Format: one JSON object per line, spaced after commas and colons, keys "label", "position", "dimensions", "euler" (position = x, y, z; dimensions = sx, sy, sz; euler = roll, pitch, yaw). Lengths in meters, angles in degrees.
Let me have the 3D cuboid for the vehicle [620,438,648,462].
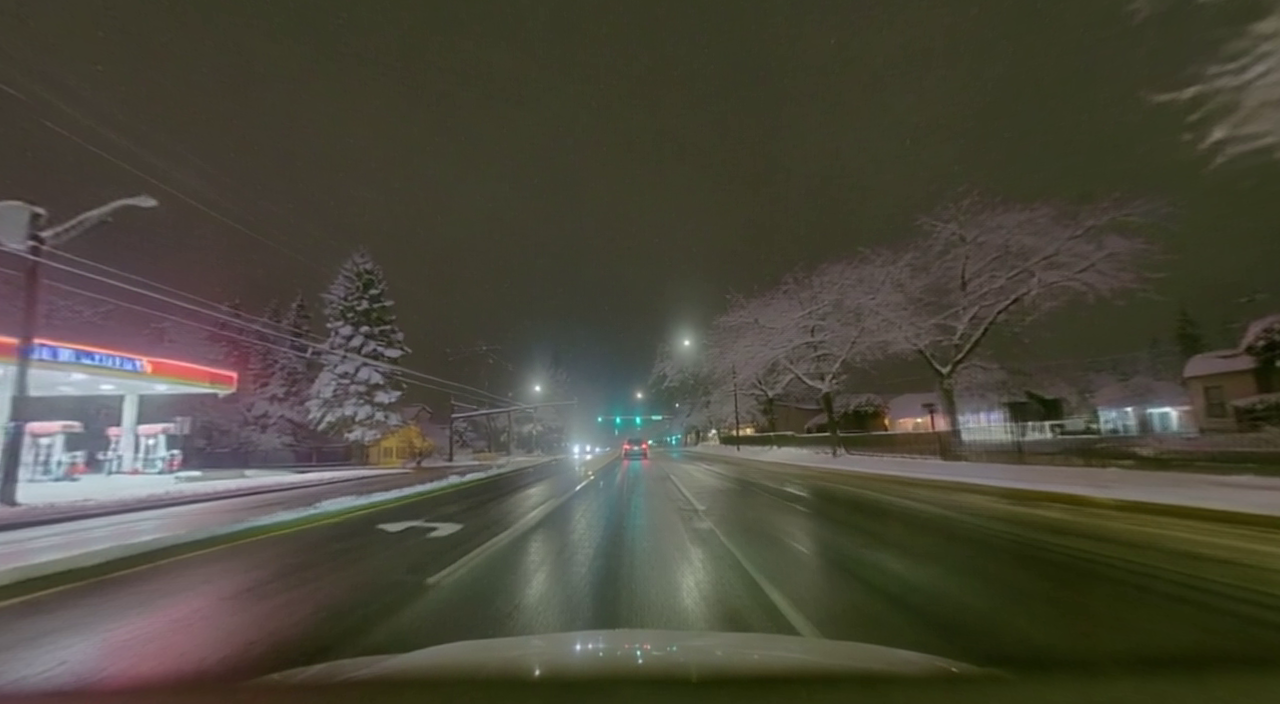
{"label": "vehicle", "position": [-0.480, 7.719, 49.531], "dimensions": [2.146, 1.742, 4.095], "euler": [0, -9, -1]}
